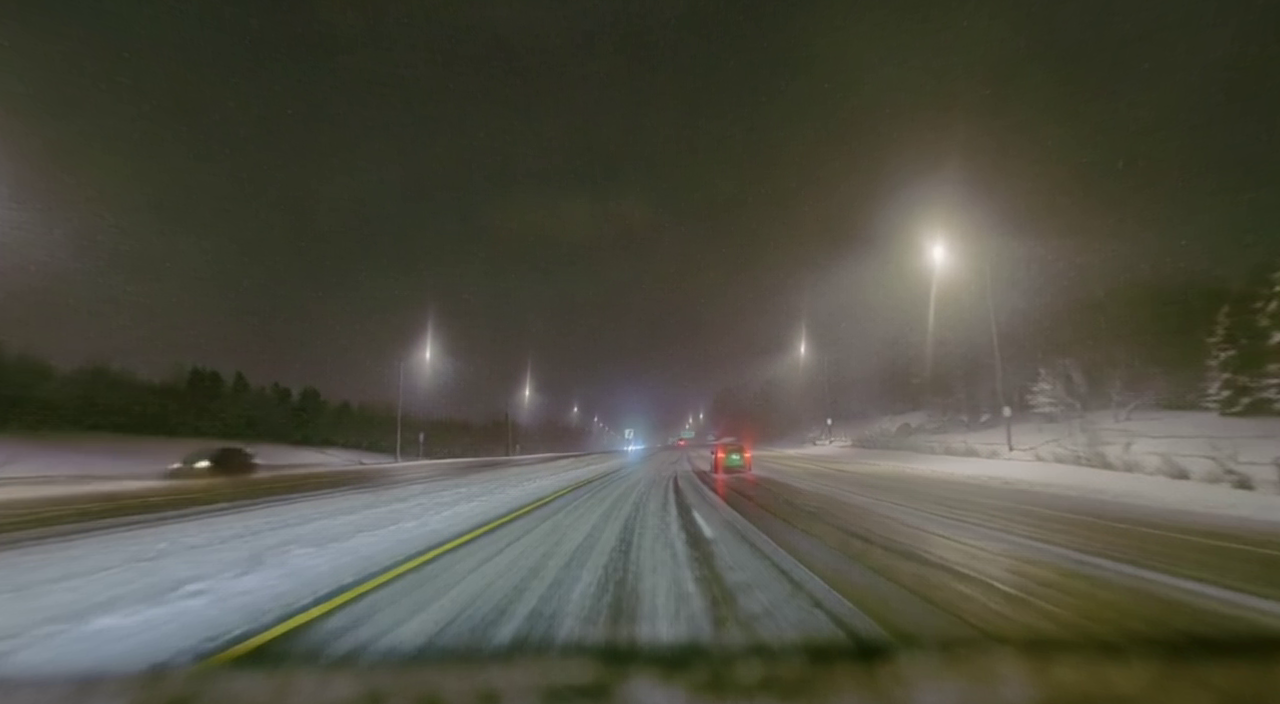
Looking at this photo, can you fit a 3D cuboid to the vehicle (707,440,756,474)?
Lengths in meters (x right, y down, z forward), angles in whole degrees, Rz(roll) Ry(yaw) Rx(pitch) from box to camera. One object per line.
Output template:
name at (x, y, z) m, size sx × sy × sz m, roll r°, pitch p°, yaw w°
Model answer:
vehicle at (4.296, 4.988, 30.238) m, size 1.874 × 1.506 × 4.116 m, roll -1°, pitch -8°, yaw 2°
